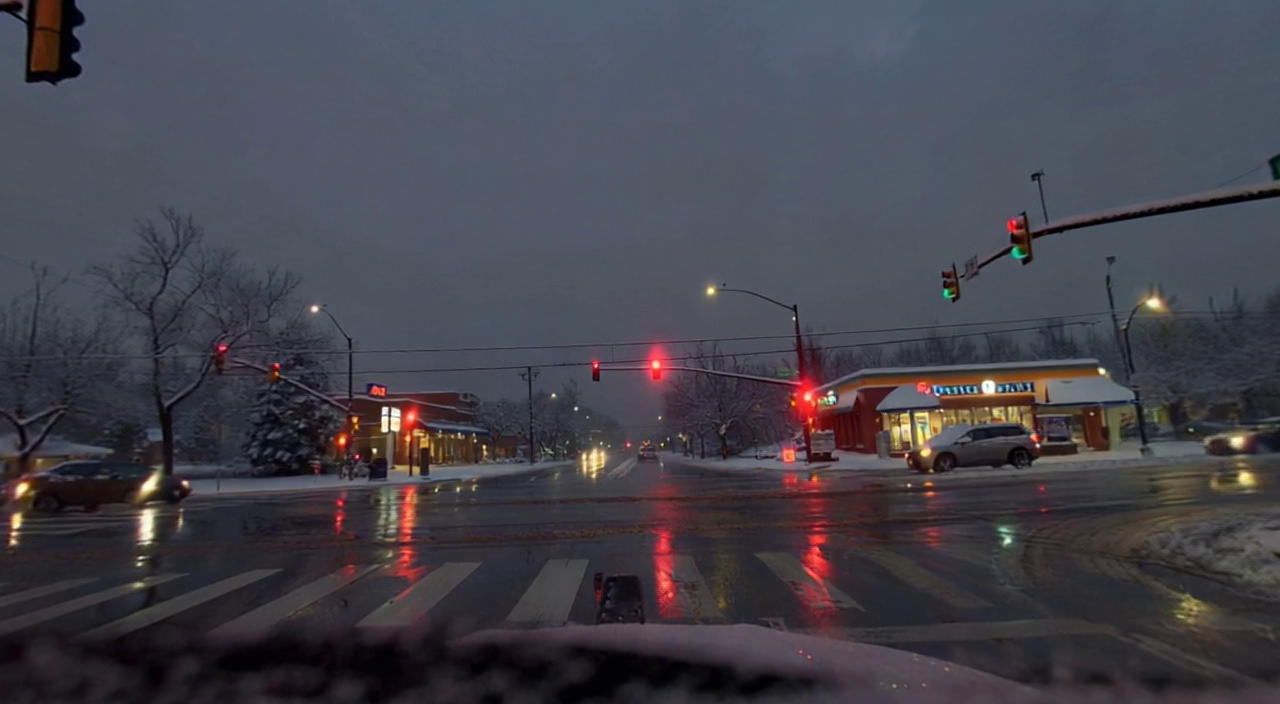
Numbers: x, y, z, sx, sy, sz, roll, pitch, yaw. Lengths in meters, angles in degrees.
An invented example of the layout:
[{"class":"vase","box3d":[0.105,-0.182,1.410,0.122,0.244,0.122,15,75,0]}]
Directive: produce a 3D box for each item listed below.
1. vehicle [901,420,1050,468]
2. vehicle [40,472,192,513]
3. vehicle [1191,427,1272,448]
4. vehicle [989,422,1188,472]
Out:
[{"class":"vehicle","box3d":[13.030,3.652,24.944,4.916,1.730,1.986,-4,-9,21]},{"class":"vehicle","box3d":[-21.180,5.673,25.660,4.676,1.463,1.909,-1,-8,6]},{"class":"vehicle","box3d":[42.053,6.067,44.904,4.347,1.446,1.777,1,-9,-9]},{"class":"vehicle","box3d":[14.360,3.098,20.620,4.835,1.487,1.913,-3,-9,20]}]
